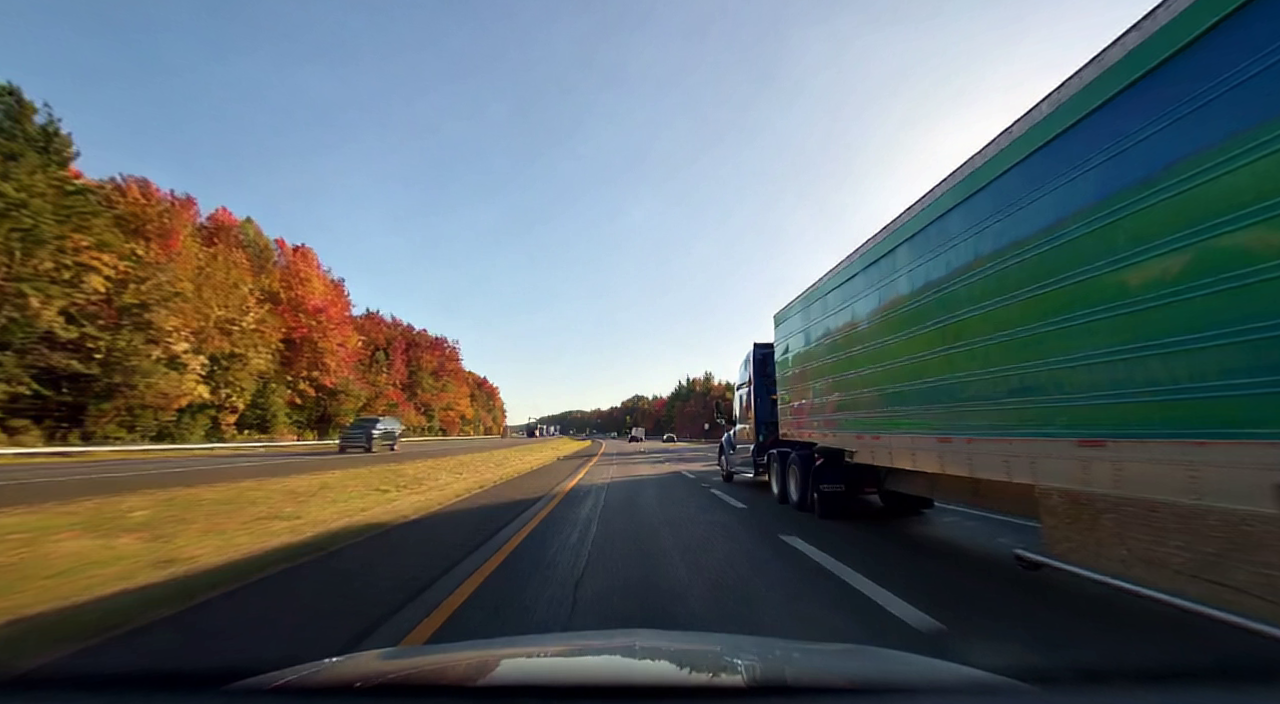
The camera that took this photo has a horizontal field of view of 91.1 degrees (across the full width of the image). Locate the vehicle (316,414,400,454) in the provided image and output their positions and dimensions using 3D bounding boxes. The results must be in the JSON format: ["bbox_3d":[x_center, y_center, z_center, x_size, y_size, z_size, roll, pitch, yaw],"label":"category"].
[{"bbox_3d":[-13.452,3.956,30.307,1.950,1.769,4.636,0,-8,-1],"label":"vehicle"}]

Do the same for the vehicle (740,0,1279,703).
[{"bbox_3d":[3.802,0.167,7.264,2.926,4.008,14.104,0,-8,0],"label":"vehicle"}]
